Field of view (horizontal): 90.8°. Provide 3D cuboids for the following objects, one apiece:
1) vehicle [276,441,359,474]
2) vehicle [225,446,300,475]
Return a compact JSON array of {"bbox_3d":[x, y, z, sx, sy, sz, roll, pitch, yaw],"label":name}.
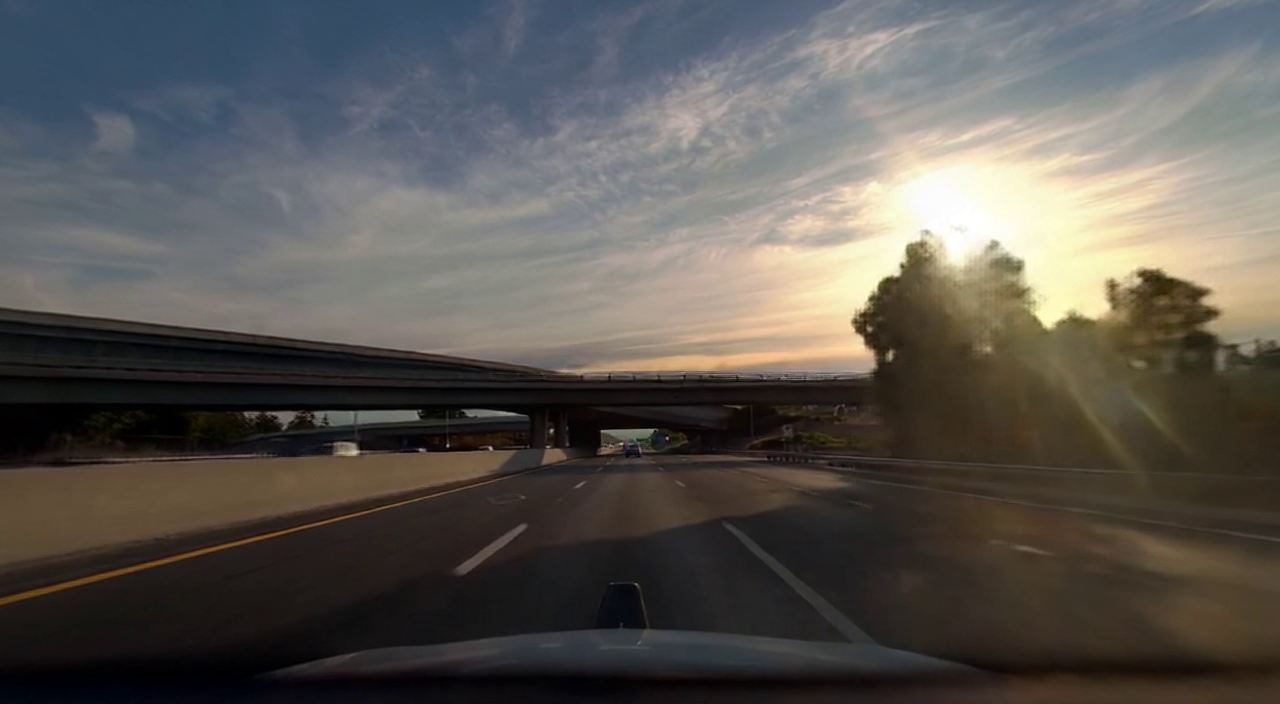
[{"bbox_3d":[-17.322,5.679,34.250,1.993,1.652,4.732,0,-9,0],"label":"vehicle"},{"bbox_3d":[-20.915,6.020,35.211,1.833,1.529,3.811,0,-9,-1],"label":"vehicle"}]
